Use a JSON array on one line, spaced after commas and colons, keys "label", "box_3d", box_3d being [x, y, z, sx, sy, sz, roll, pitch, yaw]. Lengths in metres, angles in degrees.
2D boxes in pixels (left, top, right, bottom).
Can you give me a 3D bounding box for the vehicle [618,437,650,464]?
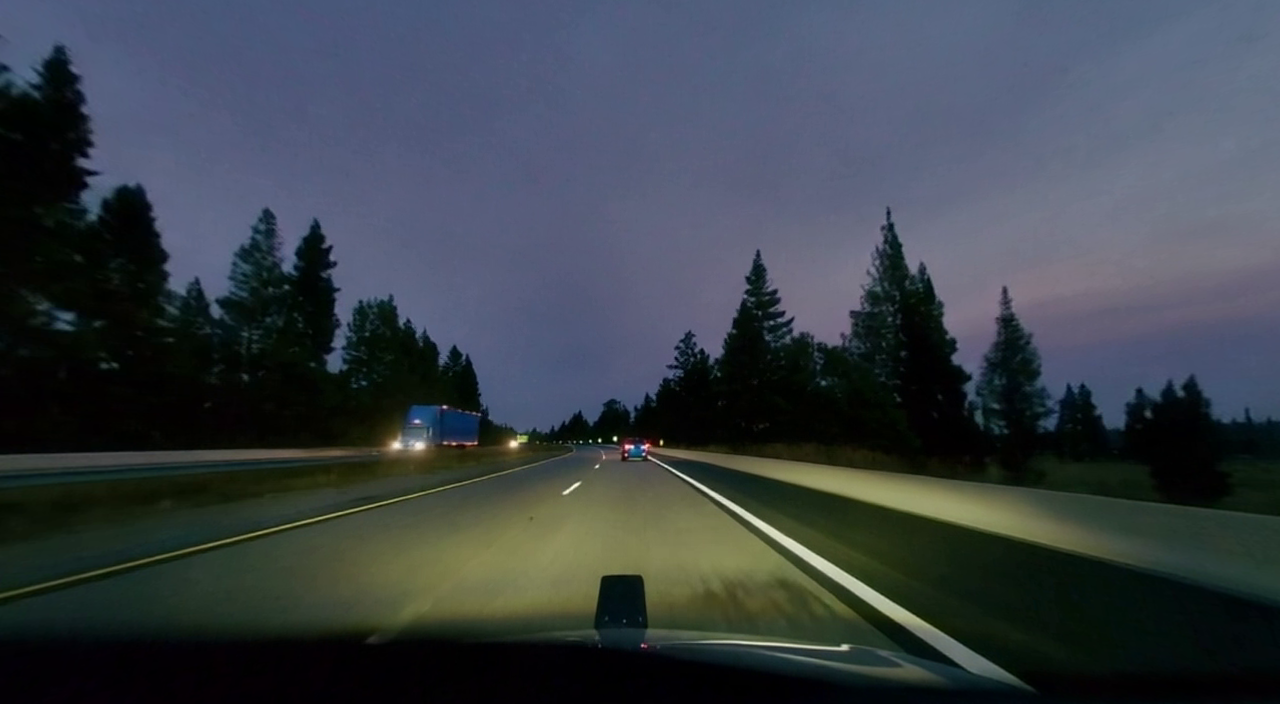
[{"label": "vehicle", "box_3d": [-0.479, 6.858, 43.843, 2.079, 1.729, 4.380, 0, -8, -3]}]
